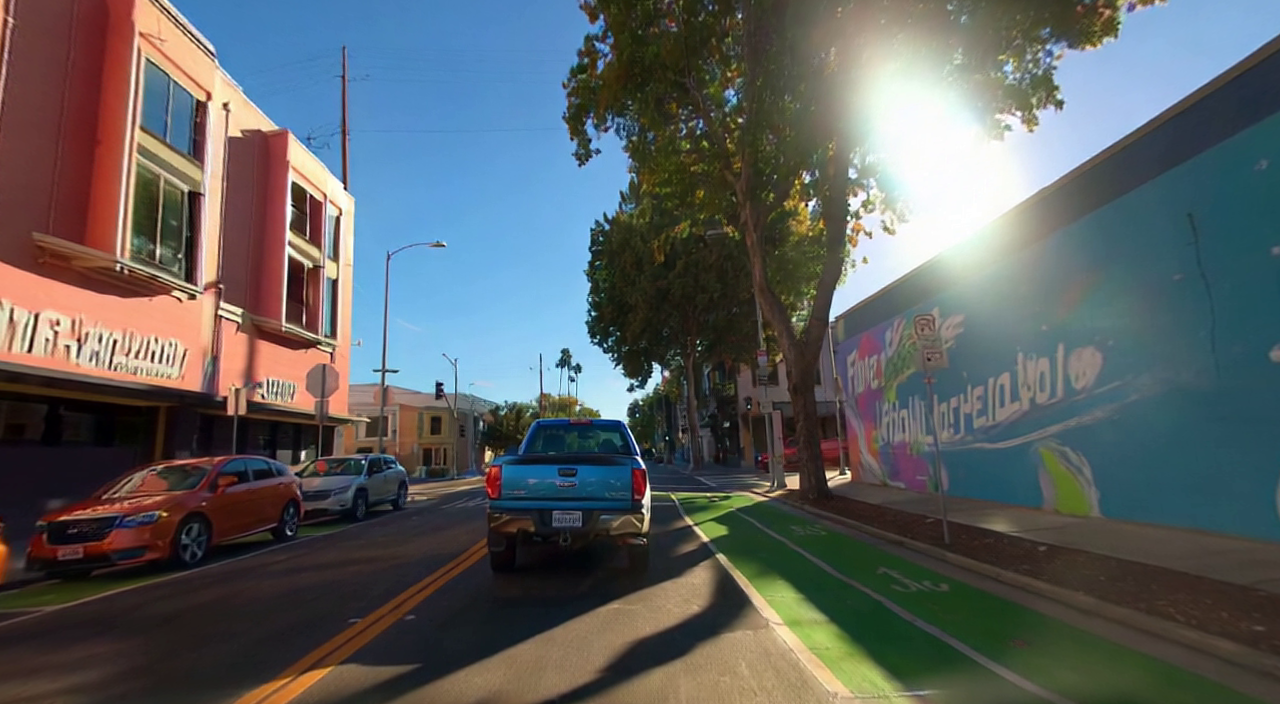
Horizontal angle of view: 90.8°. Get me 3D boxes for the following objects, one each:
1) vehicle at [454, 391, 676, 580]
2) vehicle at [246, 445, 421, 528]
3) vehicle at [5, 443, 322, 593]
[{"bbox_3d":[-0.726,1.680,8.707,2.215,1.882,4.611,0,-8,1],"label":"vehicle"},{"bbox_3d":[-7.394,3.230,15.983,1.884,1.730,5.076,0,-8,0],"label":"vehicle"},{"bbox_3d":[-7.198,2.437,10.313,1.882,1.686,4.489,-5,-8,-3],"label":"vehicle"}]
